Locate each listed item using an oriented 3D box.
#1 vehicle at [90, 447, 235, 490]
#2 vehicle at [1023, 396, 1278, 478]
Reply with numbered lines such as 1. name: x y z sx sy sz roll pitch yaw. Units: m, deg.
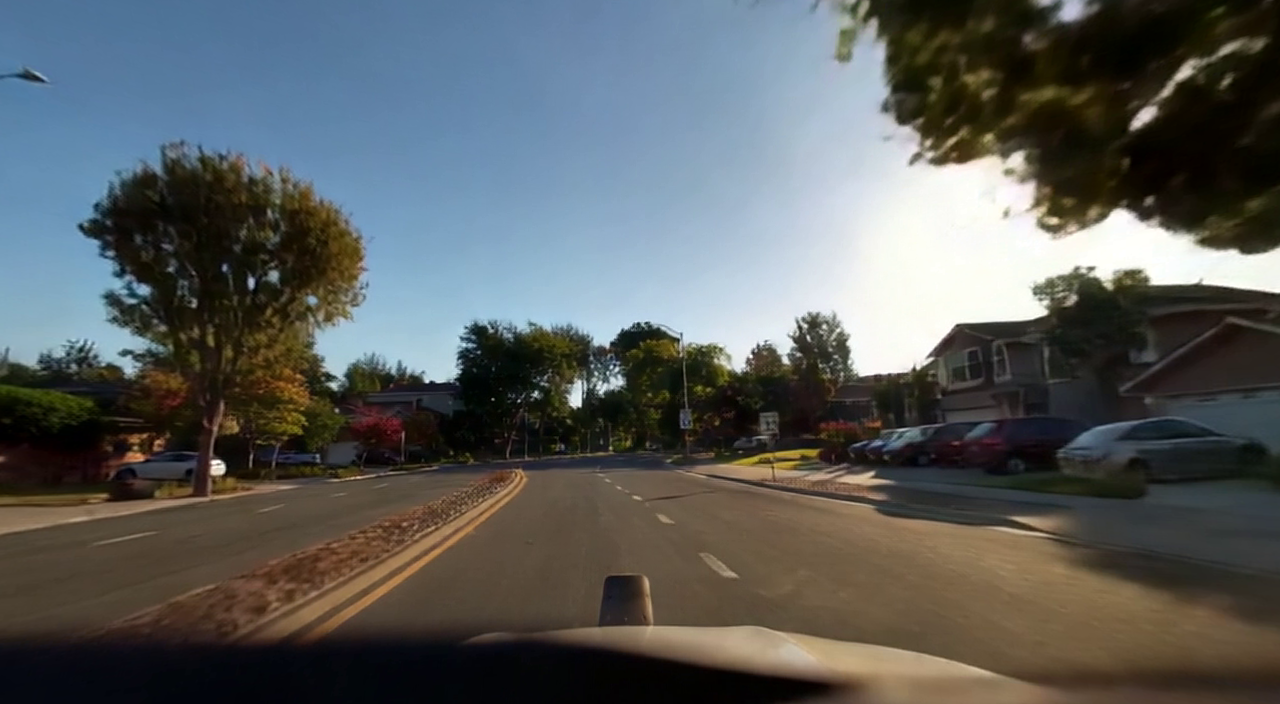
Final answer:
1. vehicle: -22.664 5.530 30.160 4.879 1.854 2.265 1 -9 -11
2. vehicle: 13.638 2.364 17.235 4.693 1.764 2.265 -5 -10 10
